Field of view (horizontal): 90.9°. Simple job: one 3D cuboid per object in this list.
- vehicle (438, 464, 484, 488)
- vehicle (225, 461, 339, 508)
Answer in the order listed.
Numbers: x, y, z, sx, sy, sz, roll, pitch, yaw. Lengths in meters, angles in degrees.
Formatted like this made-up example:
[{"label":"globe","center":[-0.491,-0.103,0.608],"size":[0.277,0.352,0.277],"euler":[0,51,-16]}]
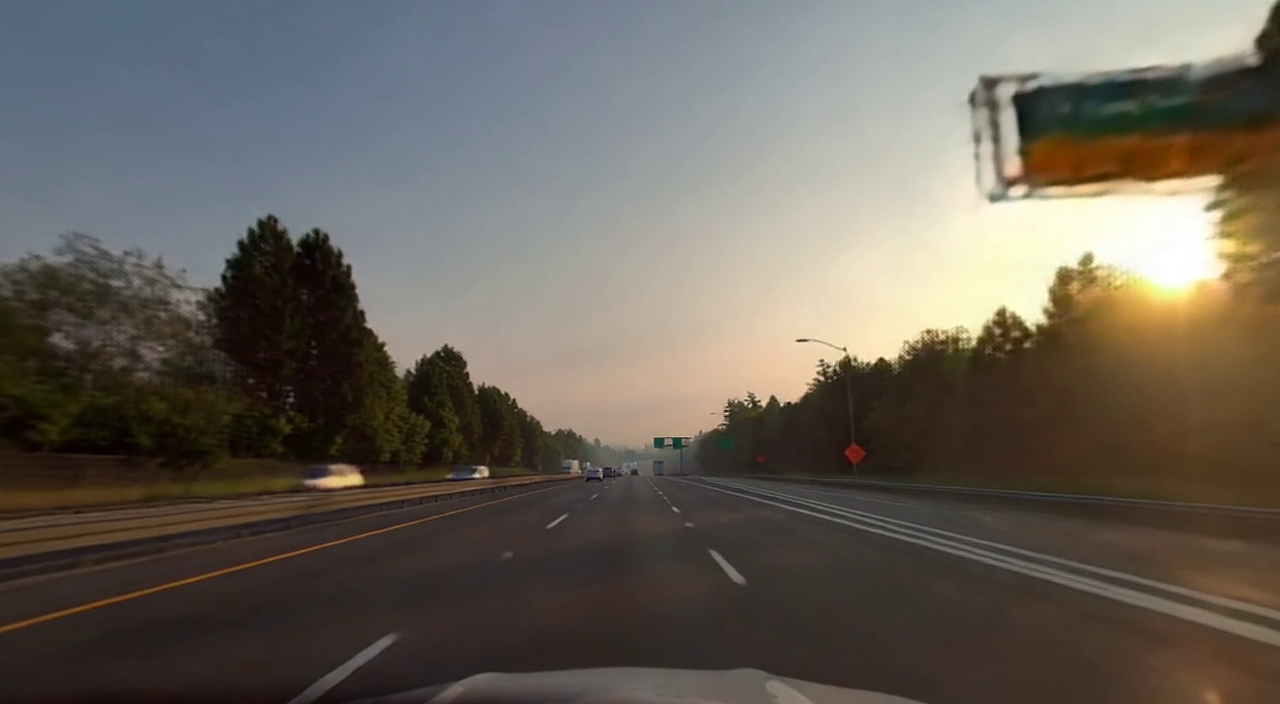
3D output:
[{"label":"vehicle","center":[-12.268,8.520,43.426],"size":[1.864,1.517,4.275],"euler":[1,-11,1]},{"label":"vehicle","center":[-12.704,4.735,22.676],"size":[1.879,1.481,3.672],"euler":[1,-11,0]}]
